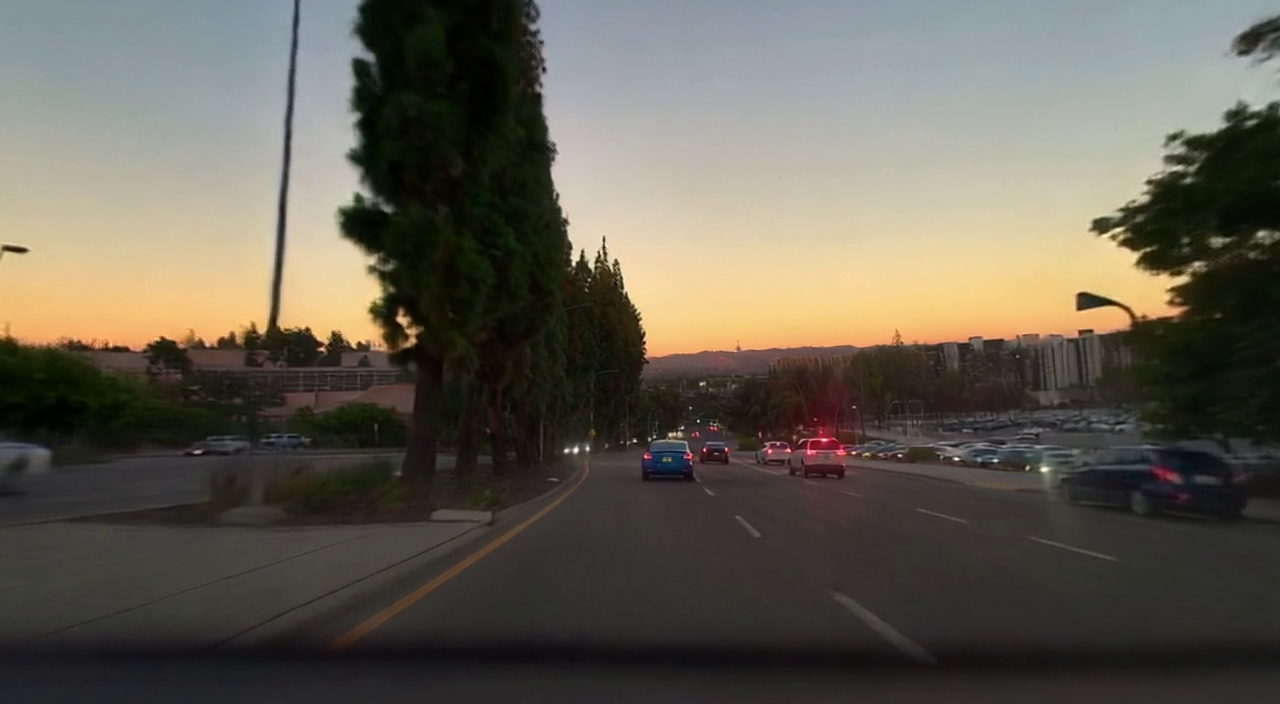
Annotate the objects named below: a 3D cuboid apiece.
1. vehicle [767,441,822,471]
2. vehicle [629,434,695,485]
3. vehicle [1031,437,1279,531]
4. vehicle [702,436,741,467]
[{"bbox_3d":[8.187,5.529,33.755,1.928,1.488,4.361,0,-8,1],"label":"vehicle"},{"bbox_3d":[0.739,3.801,22.564,2.145,1.603,4.369,0,-8,1],"label":"vehicle"},{"bbox_3d":[11.423,2.819,14.202,2.106,1.719,4.830,0,-8,0],"label":"vehicle"},{"bbox_3d":[5.052,6.225,39.575,1.976,1.796,4.159,0,-8,2],"label":"vehicle"}]
